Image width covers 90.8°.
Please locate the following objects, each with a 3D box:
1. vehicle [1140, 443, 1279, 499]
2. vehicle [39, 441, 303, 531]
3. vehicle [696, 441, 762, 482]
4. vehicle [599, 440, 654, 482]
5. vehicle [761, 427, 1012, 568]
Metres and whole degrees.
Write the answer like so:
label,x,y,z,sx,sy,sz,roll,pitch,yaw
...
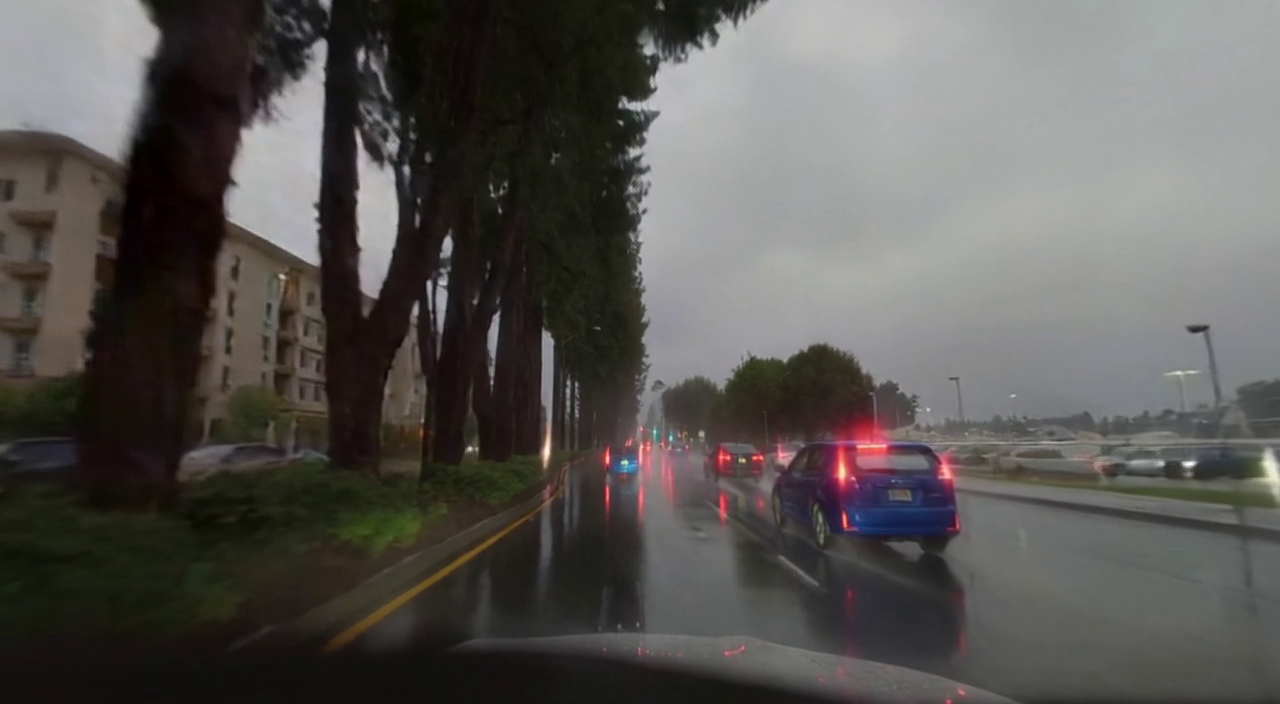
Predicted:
label,x,y,z,sx,sy,sz,roll,pitch,yaw
vehicle,17.273,3.449,18.708,4.247,1.487,2.076,4,-10,-26
vehicle,-9.038,2.583,12.813,1.943,1.483,4.439,0,-9,0
vehicle,3.424,4.305,25.095,1.908,1.453,4.230,0,-9,-1
vehicle,-0.496,4.202,24.566,1.994,1.479,3.647,0,-9,-1
vehicle,3.043,1.861,8.798,1.852,1.498,3.825,0,-9,-1
